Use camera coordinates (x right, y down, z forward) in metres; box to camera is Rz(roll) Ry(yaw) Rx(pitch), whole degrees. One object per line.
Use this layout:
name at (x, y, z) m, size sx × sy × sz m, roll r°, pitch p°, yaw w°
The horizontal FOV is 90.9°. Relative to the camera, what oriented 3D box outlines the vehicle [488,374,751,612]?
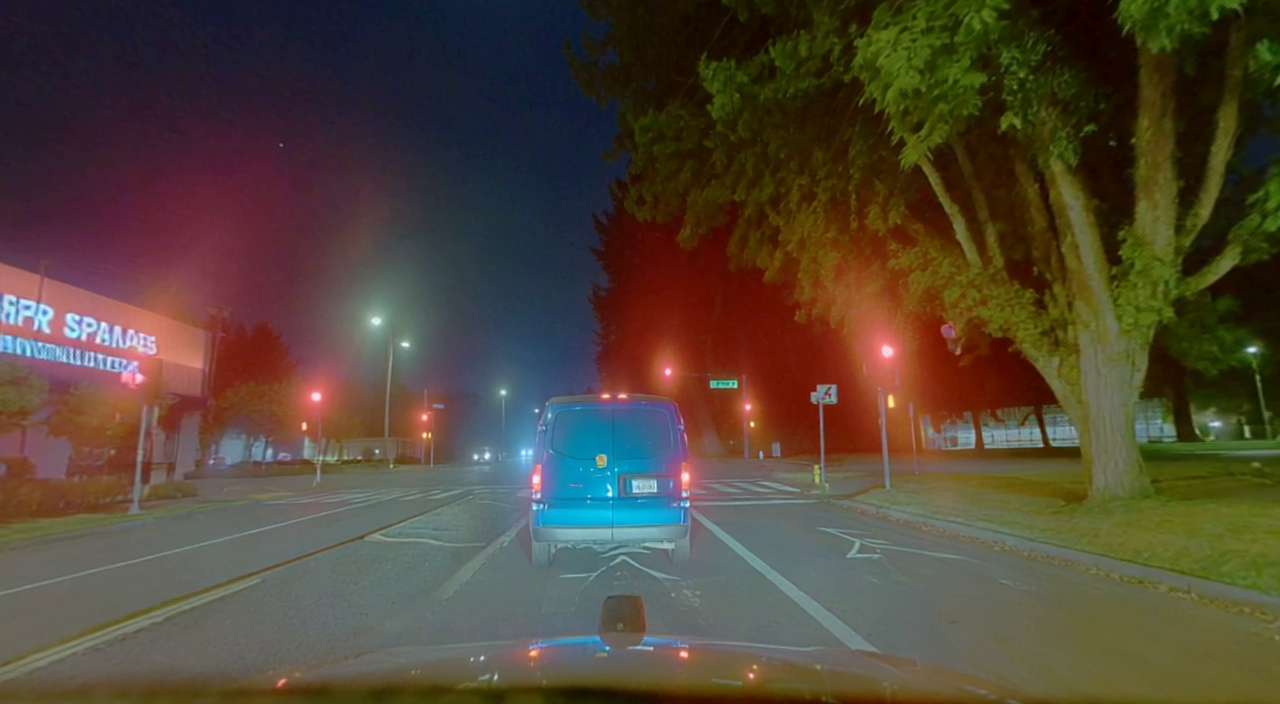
vehicle at (-0.296, 1.469, 7.298) m, size 2.181 × 1.949 × 3.932 m, roll 1°, pitch -9°, yaw -4°
